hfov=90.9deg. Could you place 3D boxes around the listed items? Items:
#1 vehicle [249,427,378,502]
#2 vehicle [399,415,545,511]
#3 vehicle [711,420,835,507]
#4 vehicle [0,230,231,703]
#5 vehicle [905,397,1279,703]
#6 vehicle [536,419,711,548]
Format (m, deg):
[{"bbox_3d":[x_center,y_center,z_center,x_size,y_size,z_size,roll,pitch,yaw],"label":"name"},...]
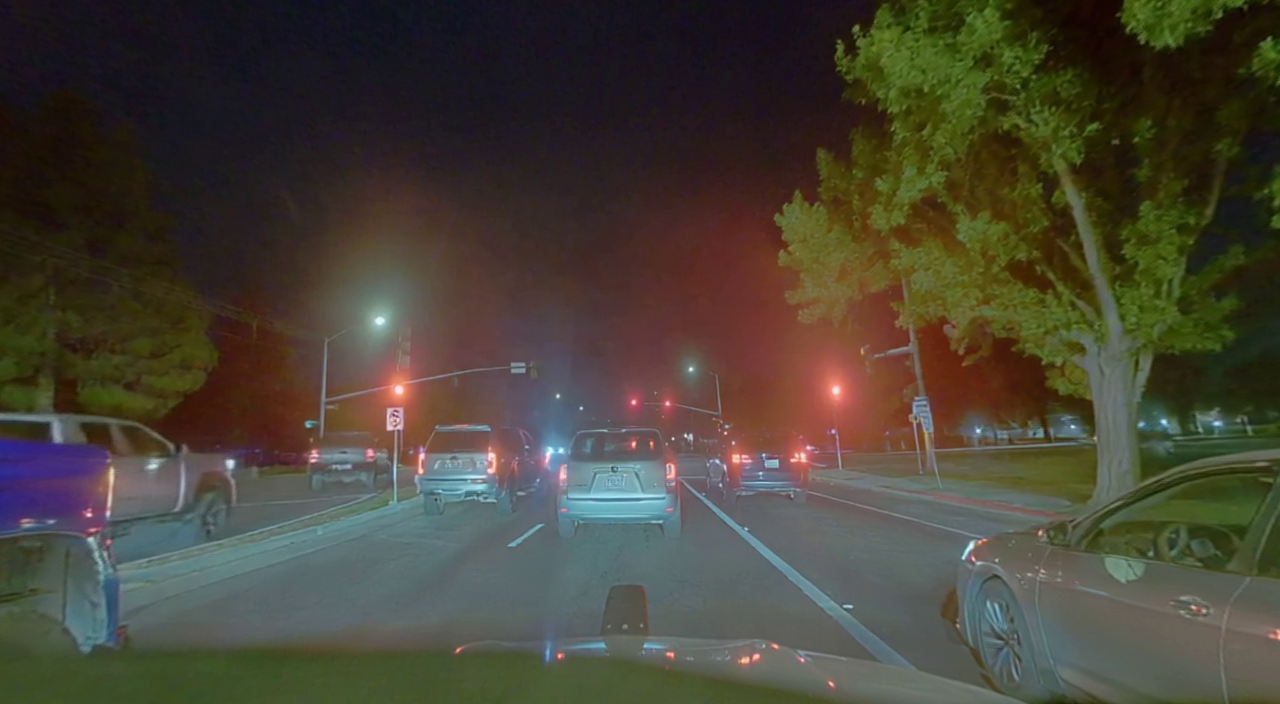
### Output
[{"bbox_3d":[-8.964,3.098,17.826,2.256,1.799,4.831,2,-9,-16],"label":"vehicle"},{"bbox_3d":[-3.636,2.518,14.662,2.089,1.857,4.488,0,-8,1],"label":"vehicle"},{"bbox_3d":[3.131,2.735,15.907,2.102,1.841,4.587,0,-8,0],"label":"vehicle"},{"bbox_3d":[-3.490,0.346,0.317,2.656,2.021,5.800,0,-8,0],"label":"vehicle"},{"bbox_3d":[3.019,0.959,2.514,1.874,1.477,4.698,0,-8,0],"label":"vehicle"},{"bbox_3d":[-0.221,1.938,9.873,2.194,1.607,3.690,0,-8,0],"label":"vehicle"}]
